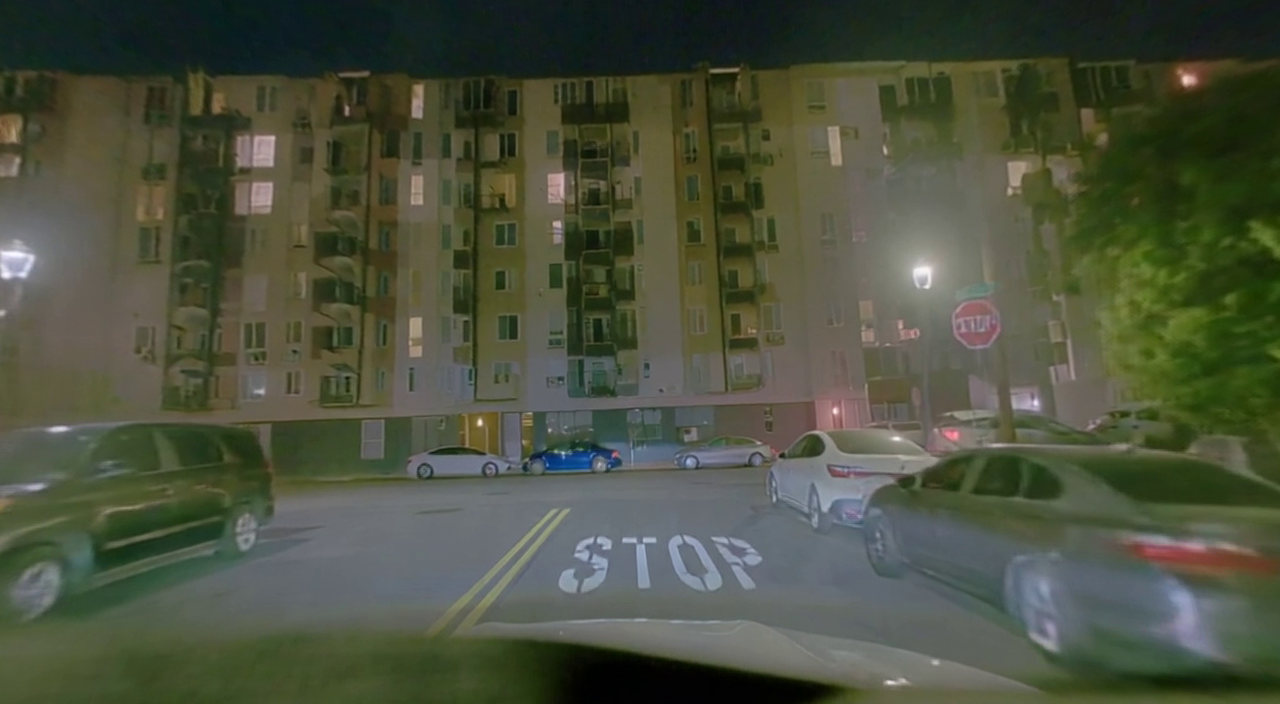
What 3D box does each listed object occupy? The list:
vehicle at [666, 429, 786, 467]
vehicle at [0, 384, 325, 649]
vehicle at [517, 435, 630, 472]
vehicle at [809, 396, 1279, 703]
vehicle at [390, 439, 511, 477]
[{"bbox_3d":[3.520,3.999,26.342,4.681,1.480,1.817,0,-8,-3],"label":"vehicle"},{"bbox_3d":[-5.928,1.540,6.914,2.208,1.903,6.040,0,-8,-4],"label":"vehicle"},{"bbox_3d":[-2.702,4.176,26.124,4.489,1.470,1.776,1,-8,-4],"label":"vehicle"},{"bbox_3d":[3.167,1.282,5.070,2.024,1.503,4.565,1,-8,-5],"label":"vehicle"},{"bbox_3d":[-7.623,4.307,25.764,4.423,1.449,1.813,1,-8,-5],"label":"vehicle"}]
